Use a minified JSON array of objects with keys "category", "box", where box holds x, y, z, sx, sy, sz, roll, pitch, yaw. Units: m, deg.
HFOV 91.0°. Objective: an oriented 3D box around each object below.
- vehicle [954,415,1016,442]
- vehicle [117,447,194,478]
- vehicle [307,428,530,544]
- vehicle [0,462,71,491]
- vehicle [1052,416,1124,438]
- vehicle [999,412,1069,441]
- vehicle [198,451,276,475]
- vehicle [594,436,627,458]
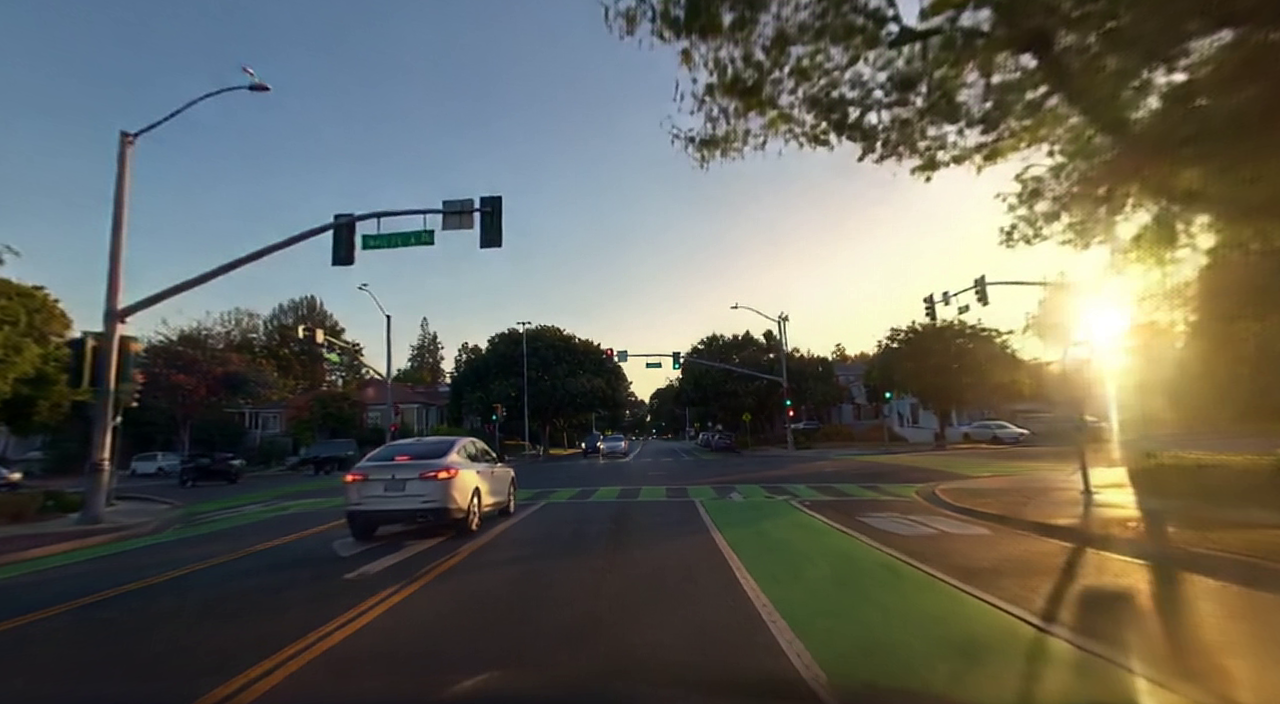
[{"category":"vehicle","box":[24.015,5.407,44.009,1.964,1.759,4.583,-1,-8,4]},{"category":"vehicle","box":[-35.073,7.982,45.733,1.979,2.043,4.543,0,-8,0]},{"category":"vehicle","box":[-3.322,2.109,10.659,1.904,1.489,4.746,-1,-8,2]},{"category":"vehicle","box":[-37.922,7.659,38.806,3.835,1.665,1.826,-1,-9,3]},{"category":"vehicle","box":[30.979,5.267,43.652,1.837,1.396,4.695,-1,-8,5]},{"category":"vehicle","box":[27.163,5.215,43.579,2.033,1.821,4.542,-1,-8,3]},{"category":"vehicle","box":[-29.257,8.044,45.906,1.972,1.567,5.009,-1,-8,6]},{"category":"vehicle","box":[-2.096,6.825,45.427,1.982,1.472,4.103,-1,-8,3]}]
